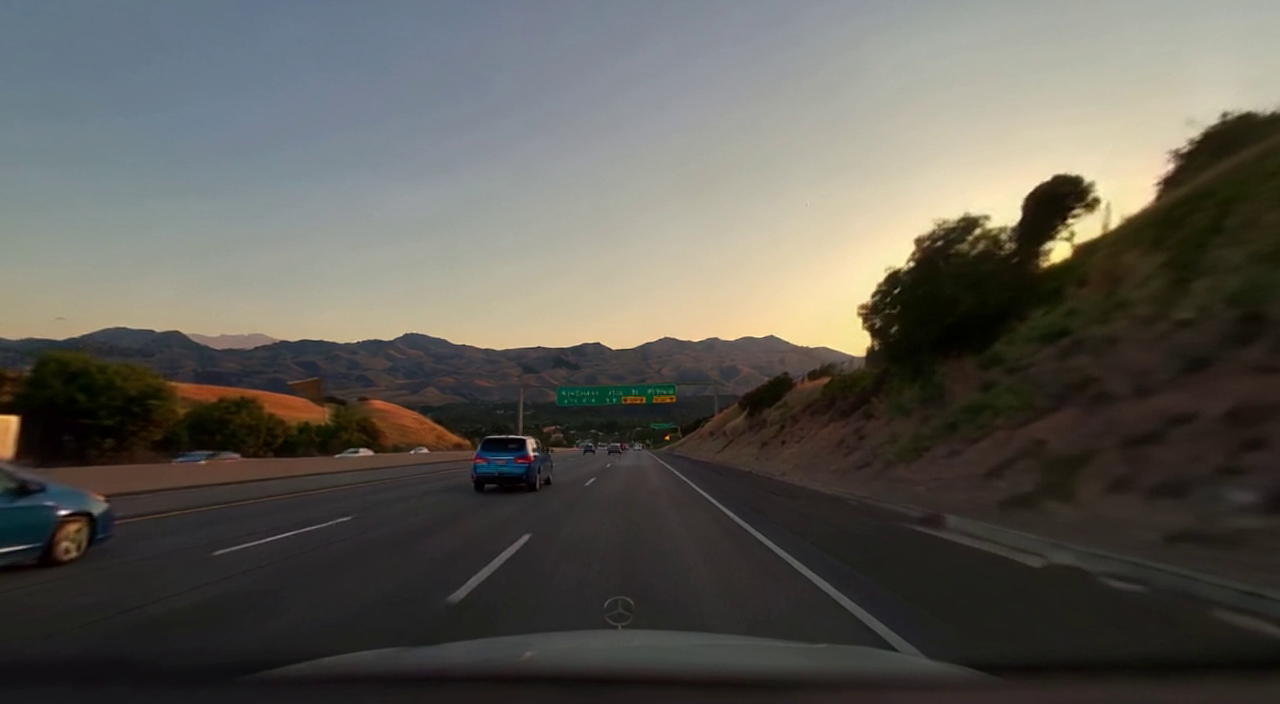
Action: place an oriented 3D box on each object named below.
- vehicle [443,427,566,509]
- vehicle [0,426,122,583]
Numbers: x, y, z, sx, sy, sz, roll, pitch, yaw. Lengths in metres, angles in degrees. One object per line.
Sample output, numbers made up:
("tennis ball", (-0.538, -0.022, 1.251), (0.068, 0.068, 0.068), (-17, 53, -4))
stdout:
("vehicle", (-3.223, 2.876, 16.141), (2.029, 1.753, 4.718), (0, -8, 1))
("vehicle", (-7.203, 1.357, 5.259), (1.930, 1.508, 4.567), (0, -8, -1))
